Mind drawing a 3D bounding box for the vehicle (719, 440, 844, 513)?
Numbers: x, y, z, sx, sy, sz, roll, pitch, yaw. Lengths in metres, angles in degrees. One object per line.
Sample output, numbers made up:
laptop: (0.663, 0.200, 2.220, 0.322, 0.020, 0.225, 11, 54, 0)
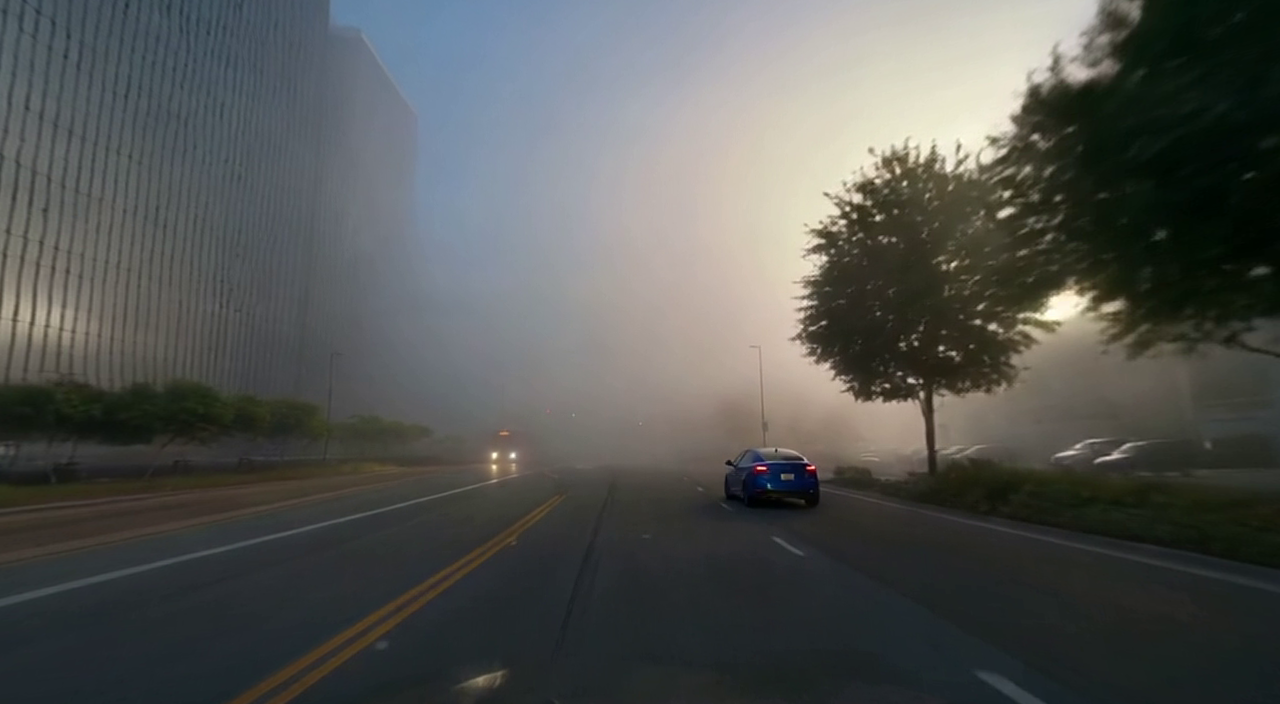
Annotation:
vehicle: (3.231, 2.927, 15.294, 1.993, 1.501, 4.127, 0, -9, -1)
